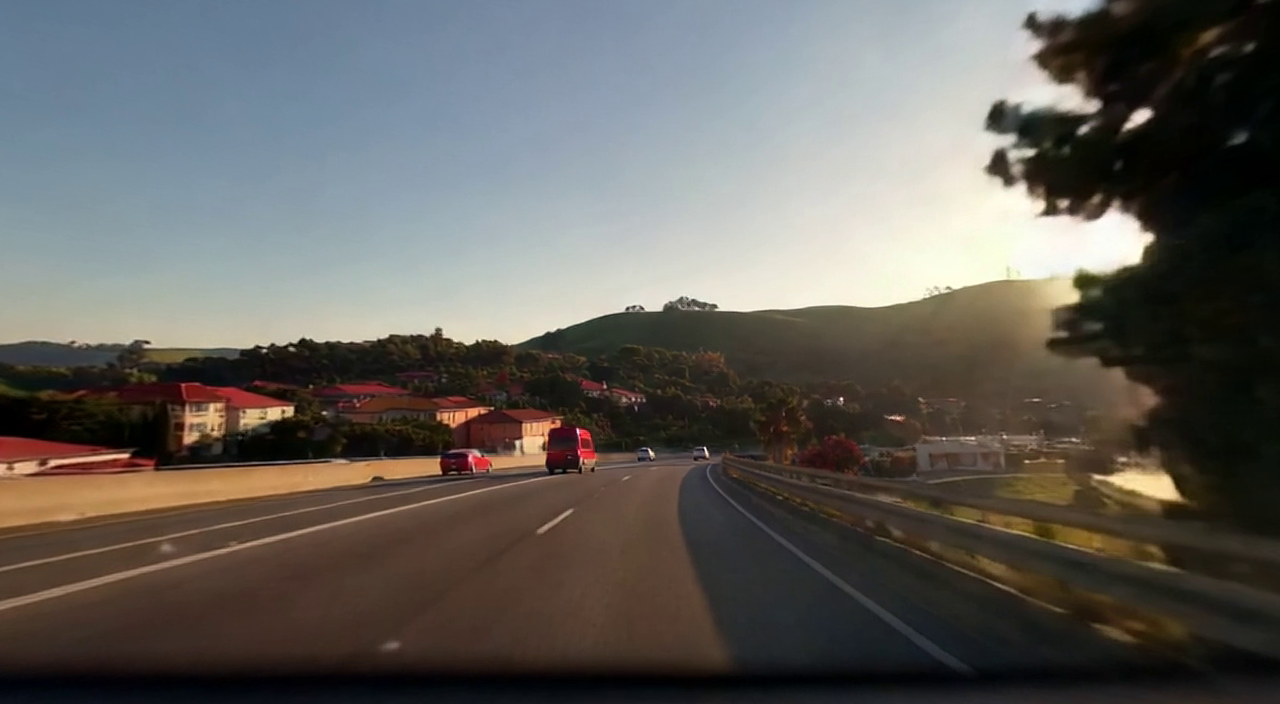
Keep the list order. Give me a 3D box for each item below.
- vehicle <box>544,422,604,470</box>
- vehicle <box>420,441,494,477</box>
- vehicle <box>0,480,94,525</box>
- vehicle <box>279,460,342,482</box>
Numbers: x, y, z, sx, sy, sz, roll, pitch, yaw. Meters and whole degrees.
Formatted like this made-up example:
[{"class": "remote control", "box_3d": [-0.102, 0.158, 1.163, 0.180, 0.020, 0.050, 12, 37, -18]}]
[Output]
[{"class": "vehicle", "box_3d": [-3.962, 5.825, 39.163, 2.314, 2.703, 6.441, -1, -9, 7]}, {"class": "vehicle", "box_3d": [-8.507, 5.006, 29.738, 1.821, 1.524, 4.342, -1, -9, 6]}, {"class": "vehicle", "box_3d": [-23.776, 5.763, 24.414, 1.714, 1.400, 3.848, -1, -9, 3]}, {"class": "vehicle", "box_3d": [-25.101, 9.074, 48.332, 1.827, 1.473, 4.801, -1, -9, 6]}]
